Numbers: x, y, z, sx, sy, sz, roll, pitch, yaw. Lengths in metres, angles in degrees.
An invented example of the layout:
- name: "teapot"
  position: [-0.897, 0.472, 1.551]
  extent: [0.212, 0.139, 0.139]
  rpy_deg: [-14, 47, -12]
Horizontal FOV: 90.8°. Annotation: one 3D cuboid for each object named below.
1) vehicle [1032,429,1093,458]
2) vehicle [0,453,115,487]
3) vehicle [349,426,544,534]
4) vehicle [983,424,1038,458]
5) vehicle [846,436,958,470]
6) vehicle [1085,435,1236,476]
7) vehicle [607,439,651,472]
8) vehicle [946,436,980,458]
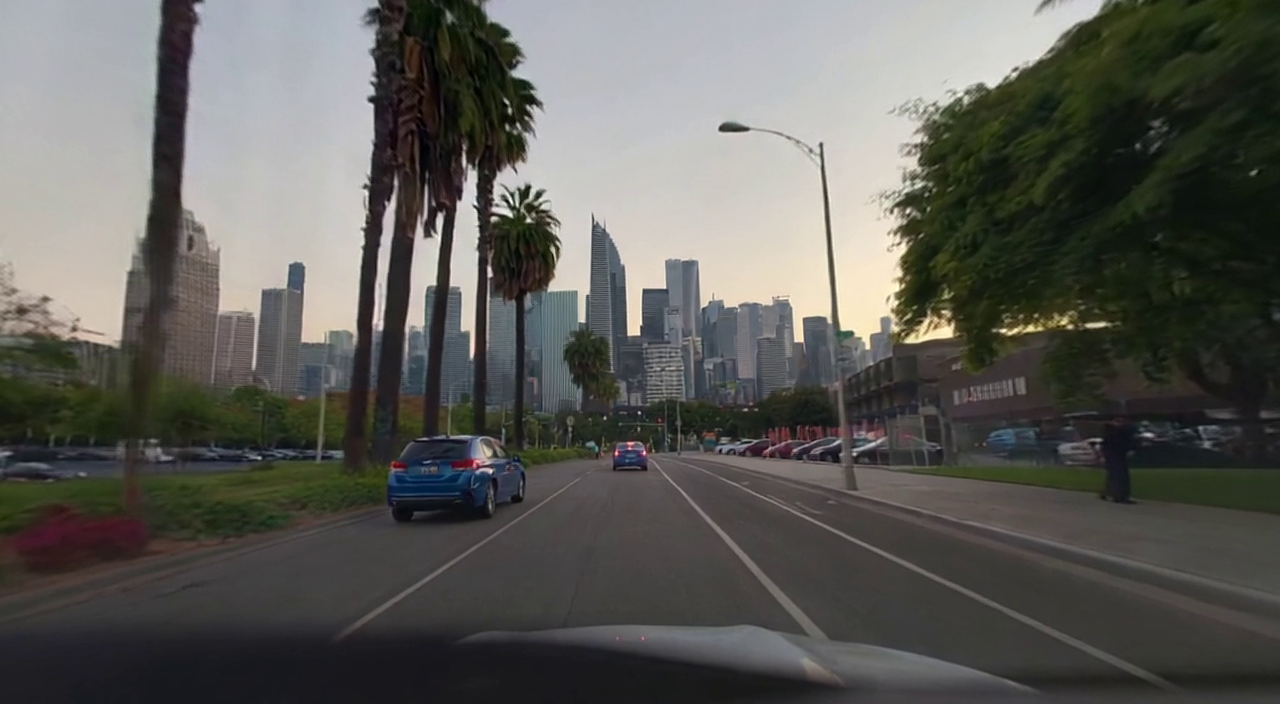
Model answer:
- name: "vehicle"
  position: [26.451, 5.773, 39.730]
  extent: [1.982, 1.694, 4.676]
  rpy_deg: [-3, -9, 19]
- name: "vehicle"
  position: [-30.770, 6.188, 33.437]
  extent: [1.888, 1.625, 4.699]
  rpy_deg: [0, -8, 1]
- name: "vehicle"
  position: [-3.150, 2.183, 11.413]
  extent: [2.071, 1.544, 4.383]
  rpy_deg: [0, -8, 1]
- name: "vehicle"
  position: [23.617, 5.712, 40.469]
  extent: [2.288, 1.984, 5.526]
  rpy_deg: [-4, -9, 23]
- name: "vehicle"
  position: [13.159, 5.087, 31.865]
  extent: [4.749, 1.522, 1.905]
  rpy_deg: [-1, -9, -3]
- name: "vehicle"
  position: [20.546, 4.080, 25.291]
  extent: [1.976, 1.431, 4.774]
  rpy_deg: [0, -8, 0]
- name: "vehicle"
  position: [-0.523, 5.021, 30.817]
  extent: [2.004, 1.465, 3.713]
  rpy_deg: [0, -8, 0]
- name: "vehicle"
  position: [23.808, 6.997, 46.647]
  extent: [1.842, 1.501, 3.588]
  rpy_deg: [-4, -9, 23]
